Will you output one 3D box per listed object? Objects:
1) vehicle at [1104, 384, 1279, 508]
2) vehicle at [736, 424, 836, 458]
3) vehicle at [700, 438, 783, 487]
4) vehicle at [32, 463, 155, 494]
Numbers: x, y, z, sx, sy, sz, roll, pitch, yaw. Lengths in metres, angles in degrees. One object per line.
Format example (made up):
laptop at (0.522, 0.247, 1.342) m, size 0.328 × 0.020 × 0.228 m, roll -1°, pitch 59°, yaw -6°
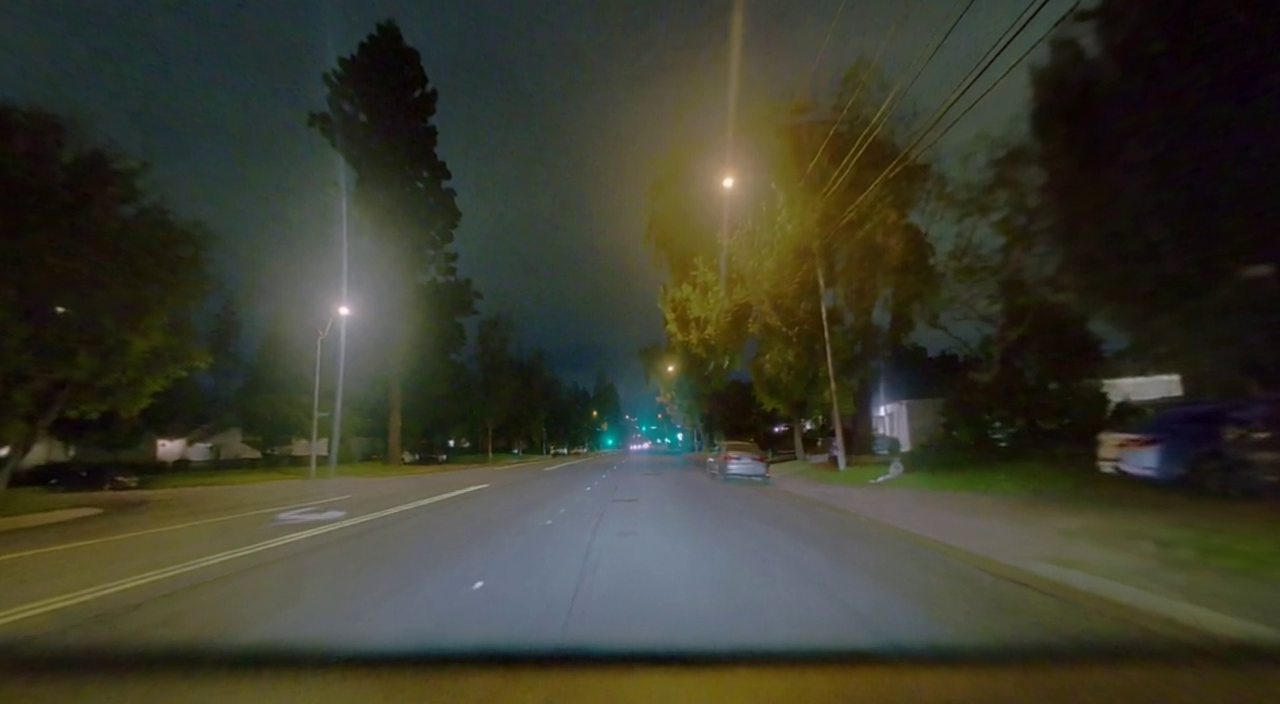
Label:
vehicle at (9.531, 1.251, 8.887) m, size 1.971 × 1.641 × 5.191 m, roll -4°, pitch -7°, yaw -1°
vehicle at (9.329, 5.790, 40.941) m, size 5.933 × 2.038 × 2.382 m, roll 1°, pitch -9°, yaw 3°
vehicle at (3.449, 3.839, 22.439) m, size 2.037 × 1.518 × 4.904 m, roll 0°, pitch -8°, yaw -1°
vehicle at (-28.533, 6.598, 33.067) m, size 4.637 × 1.448 × 2.016 m, roll -1°, pitch -8°, yaw 3°
